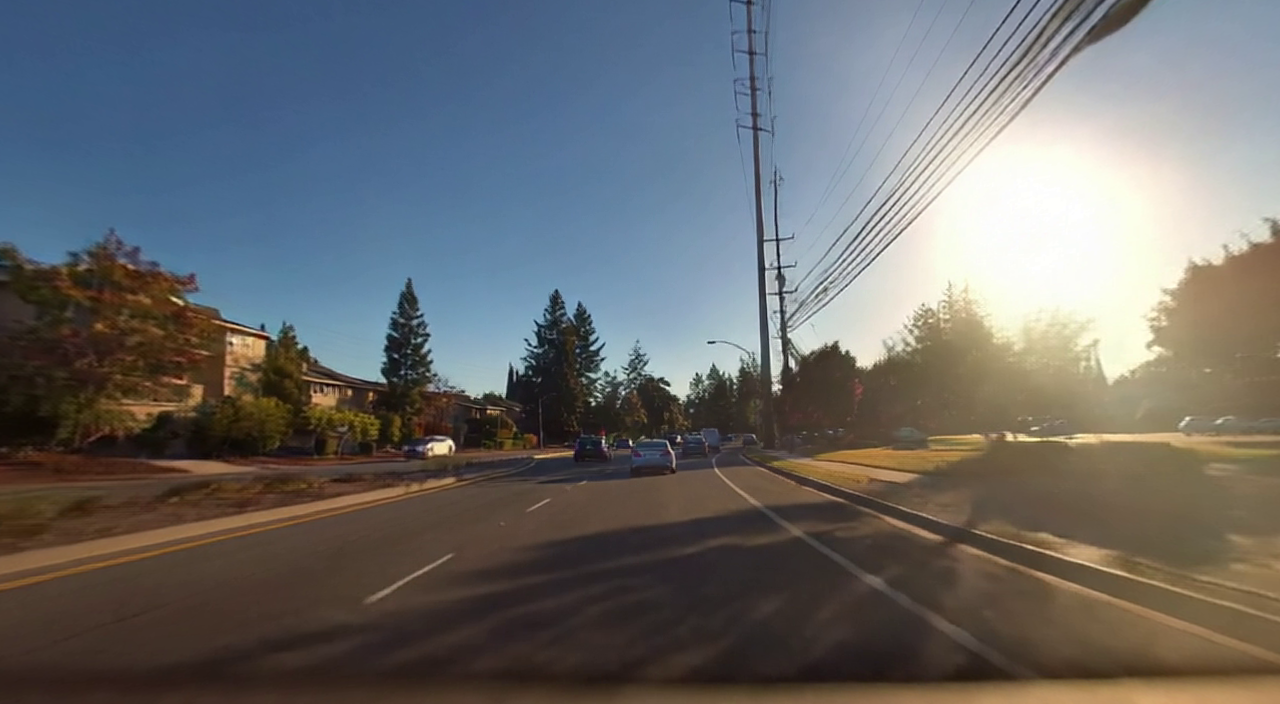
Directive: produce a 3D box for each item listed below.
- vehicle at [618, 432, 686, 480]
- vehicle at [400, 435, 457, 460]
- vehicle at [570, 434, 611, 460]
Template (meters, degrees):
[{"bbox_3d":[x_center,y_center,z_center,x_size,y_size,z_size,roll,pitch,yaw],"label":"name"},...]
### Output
[{"bbox_3d":[0.513,3.555,21.741,2.117,1.474,4.036,-1,-8,4],"label":"vehicle"},{"bbox_3d":[-15.720,7.163,47.104,2.081,1.739,4.704,-1,-9,7],"label":"vehicle"},{"bbox_3d":[-2.996,5.885,39.026,1.983,1.485,4.159,-1,-8,3],"label":"vehicle"}]
